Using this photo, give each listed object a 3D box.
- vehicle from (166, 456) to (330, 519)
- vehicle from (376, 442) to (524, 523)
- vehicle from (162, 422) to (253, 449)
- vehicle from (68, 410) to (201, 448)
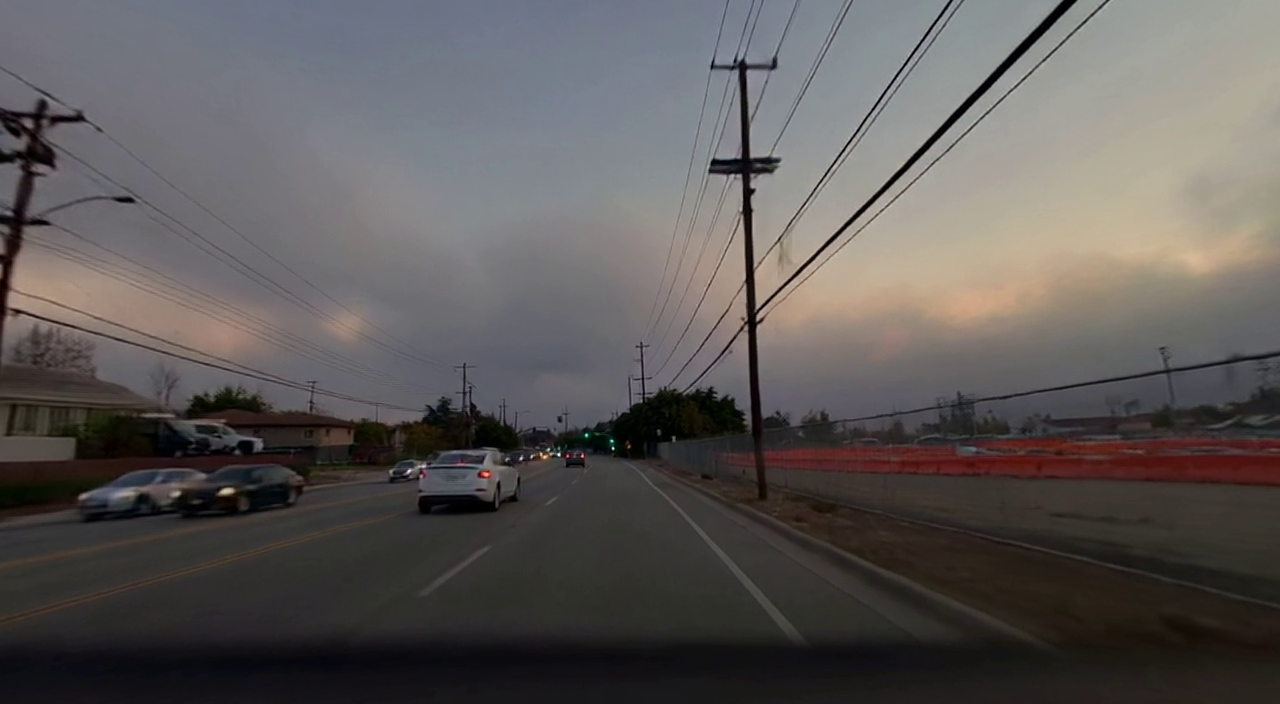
[{"bbox_3d":[-10.571,3.647,17.428,1.864,1.448,4.186,1,-9,-1],"label":"vehicle"},{"bbox_3d":[-4.069,2.864,14.401,2.020,1.489,4.469,1,-9,-1],"label":"vehicle"},{"bbox_3d":[-25.493,4.975,37.227,3.898,1.463,1.839,1,-9,-2],"label":"vehicle"},{"bbox_3d":[-25.307,3.918,31.669,4.635,1.737,2.146,2,-9,-5],"label":"vehicle"}]
